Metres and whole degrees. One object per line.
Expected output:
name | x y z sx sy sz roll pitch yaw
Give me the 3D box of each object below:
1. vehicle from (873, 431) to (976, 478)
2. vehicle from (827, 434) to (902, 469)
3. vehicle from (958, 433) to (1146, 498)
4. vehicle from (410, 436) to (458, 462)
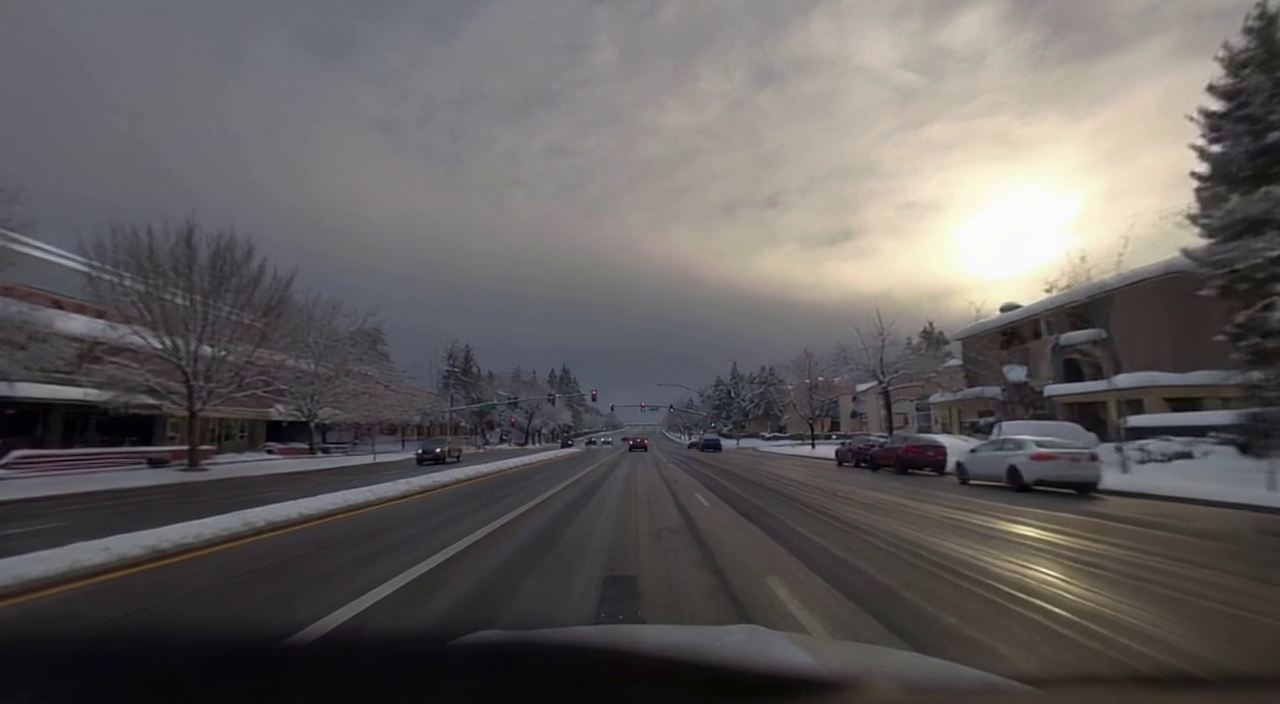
vehicle | 10.587 3.836 23.874 1.905 1.597 4.040 0 -9 -2
vehicle | 10.404 4.650 29.643 1.948 1.489 4.276 0 -9 1
vehicle | 10.346 2.878 16.372 1.861 1.446 4.413 0 -9 -1
vehicle | -14.271 6.744 44.006 2.046 1.682 4.518 0 -9 -3
